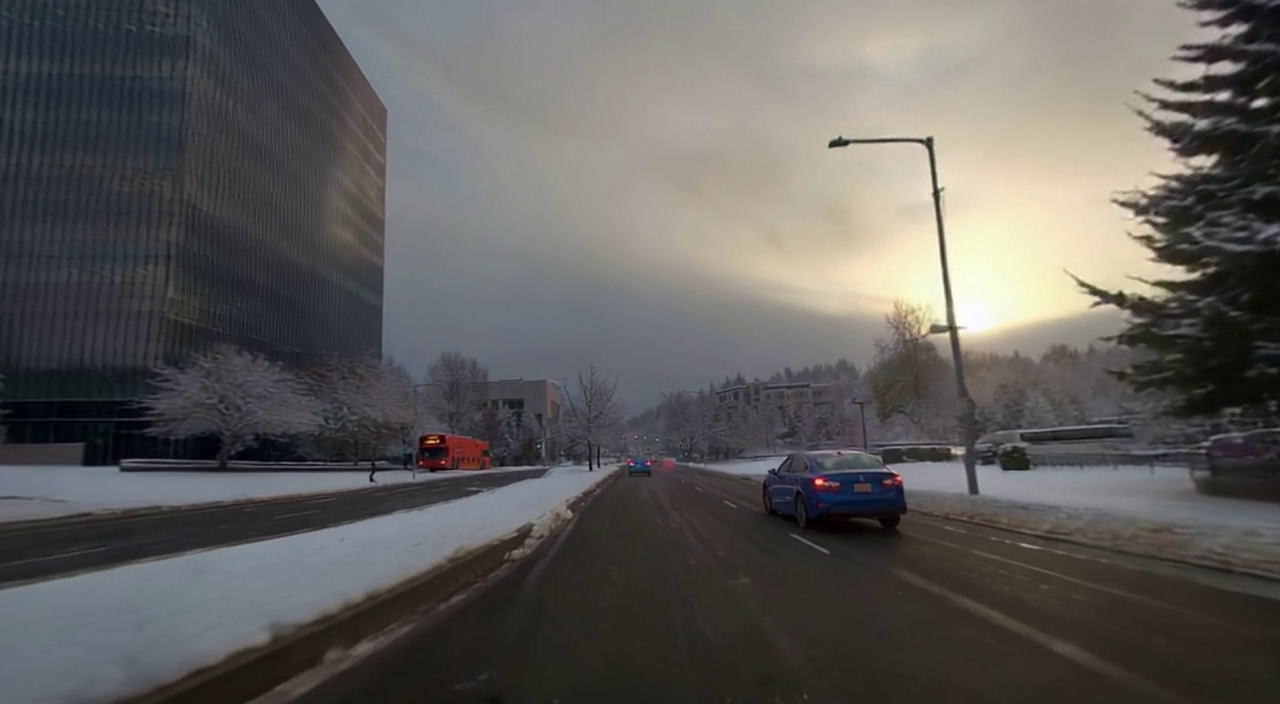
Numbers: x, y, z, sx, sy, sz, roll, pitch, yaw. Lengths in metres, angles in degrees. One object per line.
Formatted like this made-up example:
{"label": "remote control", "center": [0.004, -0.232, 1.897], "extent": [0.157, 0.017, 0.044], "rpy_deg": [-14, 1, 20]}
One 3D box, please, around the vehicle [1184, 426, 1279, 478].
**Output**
{"label": "vehicle", "center": [20.540, 3.220, 20.291], "extent": [4.373, 1.580, 1.729], "rpy_deg": [0, -9, -2]}

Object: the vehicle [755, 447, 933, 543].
{"label": "vehicle", "center": [3.646, 2.610, 12.185], "extent": [1.993, 1.501, 4.127], "rpy_deg": [0, -9, -1]}
